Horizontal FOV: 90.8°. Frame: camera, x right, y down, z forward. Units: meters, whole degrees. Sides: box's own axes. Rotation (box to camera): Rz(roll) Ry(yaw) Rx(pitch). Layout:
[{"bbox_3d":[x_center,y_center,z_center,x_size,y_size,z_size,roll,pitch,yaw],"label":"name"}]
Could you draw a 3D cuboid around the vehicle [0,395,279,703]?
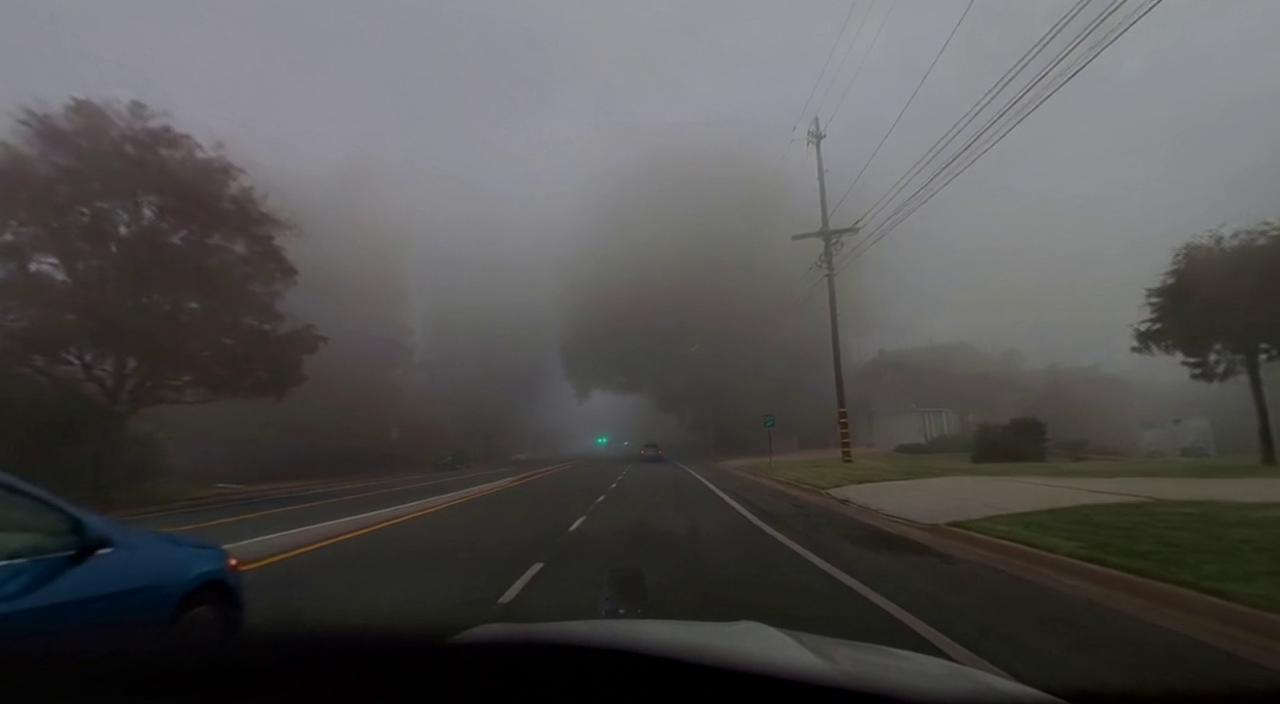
[{"bbox_3d":[-3.060,0.797,1.350,2.113,1.493,4.222,0,-9,-1],"label":"vehicle"}]
